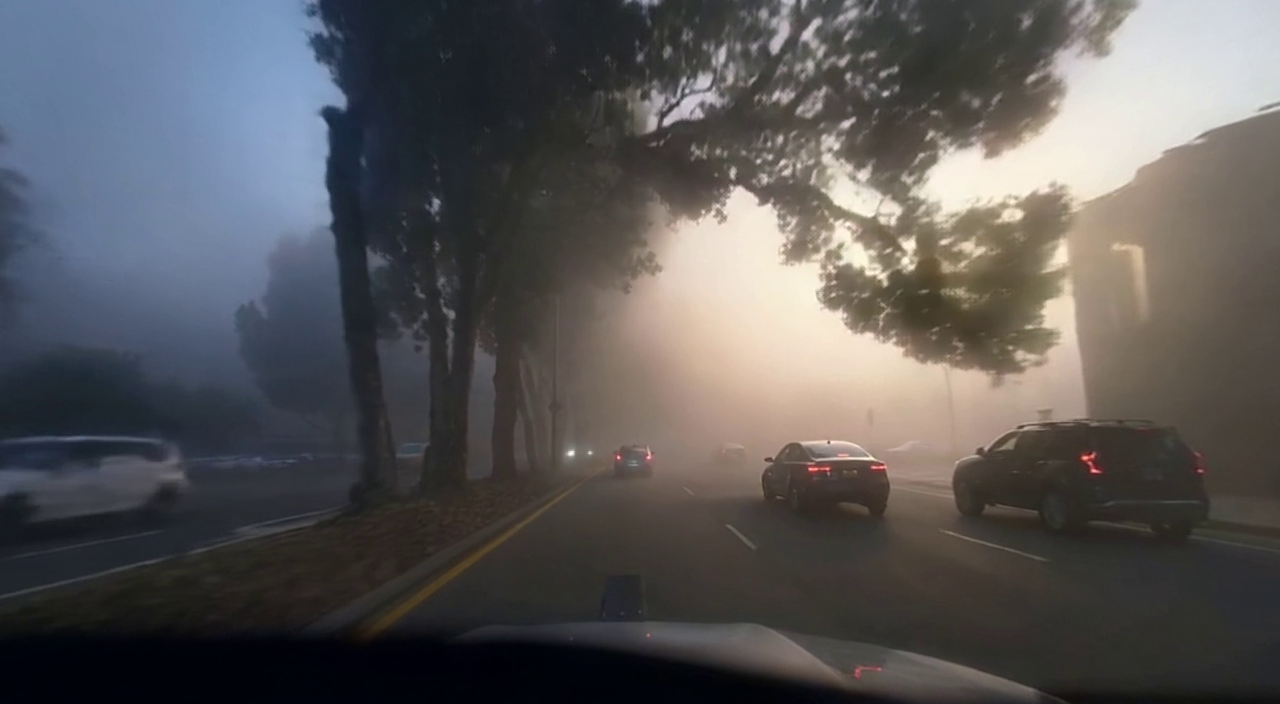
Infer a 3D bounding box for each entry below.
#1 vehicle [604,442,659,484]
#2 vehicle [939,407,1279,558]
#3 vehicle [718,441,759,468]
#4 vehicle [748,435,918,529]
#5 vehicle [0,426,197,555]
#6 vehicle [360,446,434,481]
[{"bbox_3d":[-0.309,4.314,24.784,1.994,1.479,3.647,0,-9,0],"label":"vehicle"},{"bbox_3d":[6.973,1.927,10.008,2.134,1.810,4.590,0,-9,-1],"label":"vehicle"},{"bbox_3d":[7.060,7.404,45.723,2.068,1.779,4.567,0,-9,-1],"label":"vehicle"},{"bbox_3d":[3.436,2.391,12.212,1.858,1.466,4.230,0,-9,-1],"label":"vehicle"},{"bbox_3d":[-9.547,2.081,9.919,1.950,1.717,4.299,0,-9,2],"label":"vehicle"},{"bbox_3d":[-12.524,5.745,32.948,1.973,1.674,4.492,0,-9,1],"label":"vehicle"}]
